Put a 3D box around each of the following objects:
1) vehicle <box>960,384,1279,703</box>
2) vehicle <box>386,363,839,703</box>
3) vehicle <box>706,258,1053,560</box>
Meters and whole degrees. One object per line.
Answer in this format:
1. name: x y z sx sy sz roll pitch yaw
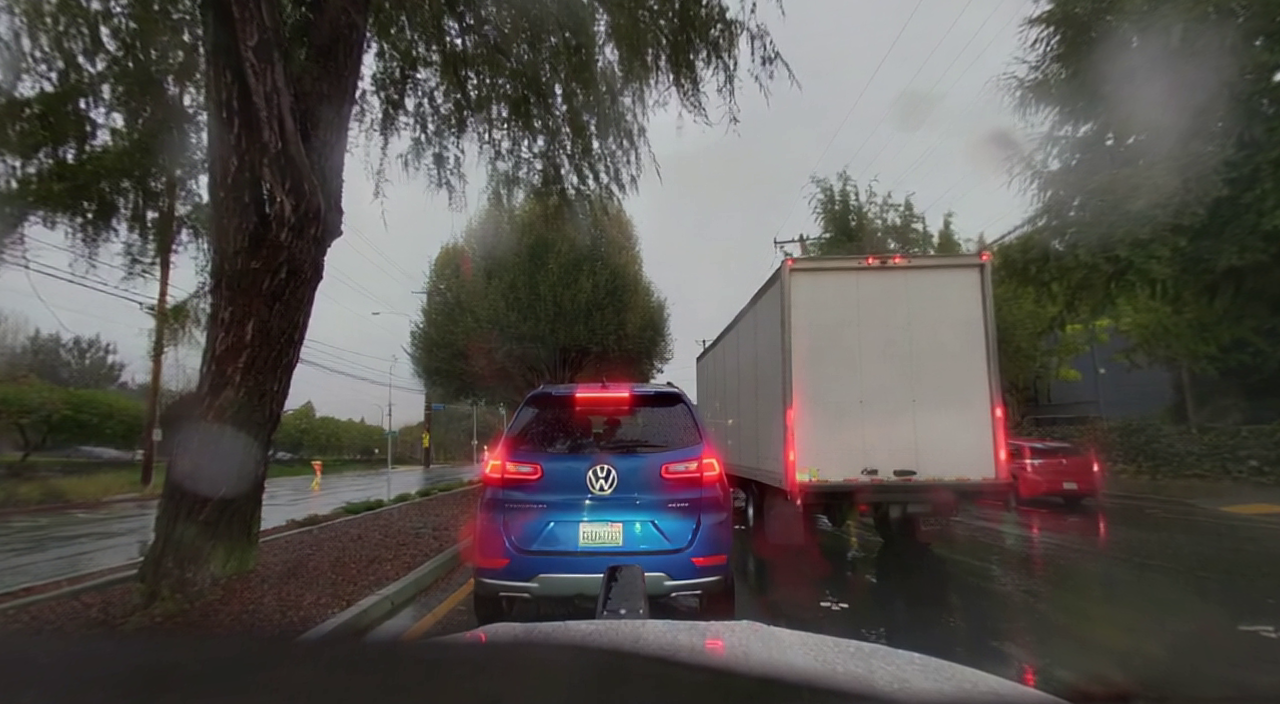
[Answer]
1. vehicle: 2.821 0.747 1.188 1.971 1.484 4.728 0 -8 0
2. vehicle: -0.125 1.228 5.138 2.114 1.732 4.230 0 -8 0
3. vehicle: 3.229 1.259 11.833 2.915 3.559 8.848 0 -8 0
